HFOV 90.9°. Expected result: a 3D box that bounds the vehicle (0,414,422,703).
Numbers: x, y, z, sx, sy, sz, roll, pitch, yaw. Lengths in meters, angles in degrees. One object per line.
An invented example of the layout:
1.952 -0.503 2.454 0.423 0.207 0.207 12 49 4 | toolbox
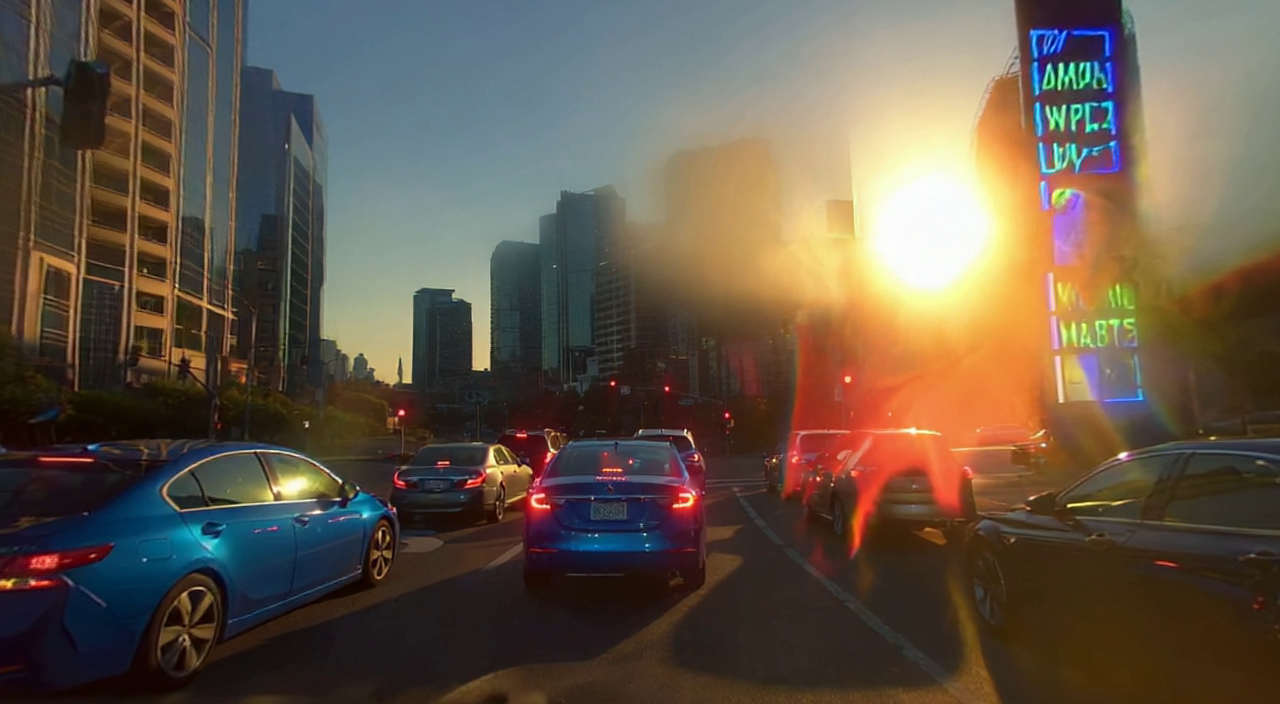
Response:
-3.411 1.300 4.711 1.980 1.454 4.226 0 -8 1 | vehicle

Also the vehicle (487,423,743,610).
-0.188 1.623 7.132 2.059 1.477 3.988 0 -8 0 | vehicle

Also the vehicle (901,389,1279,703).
3.423 1.080 3.634 1.981 1.499 4.536 0 -8 2 | vehicle

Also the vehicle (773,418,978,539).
3.757 2.096 11.012 2.007 1.683 4.171 0 -8 1 | vehicle
